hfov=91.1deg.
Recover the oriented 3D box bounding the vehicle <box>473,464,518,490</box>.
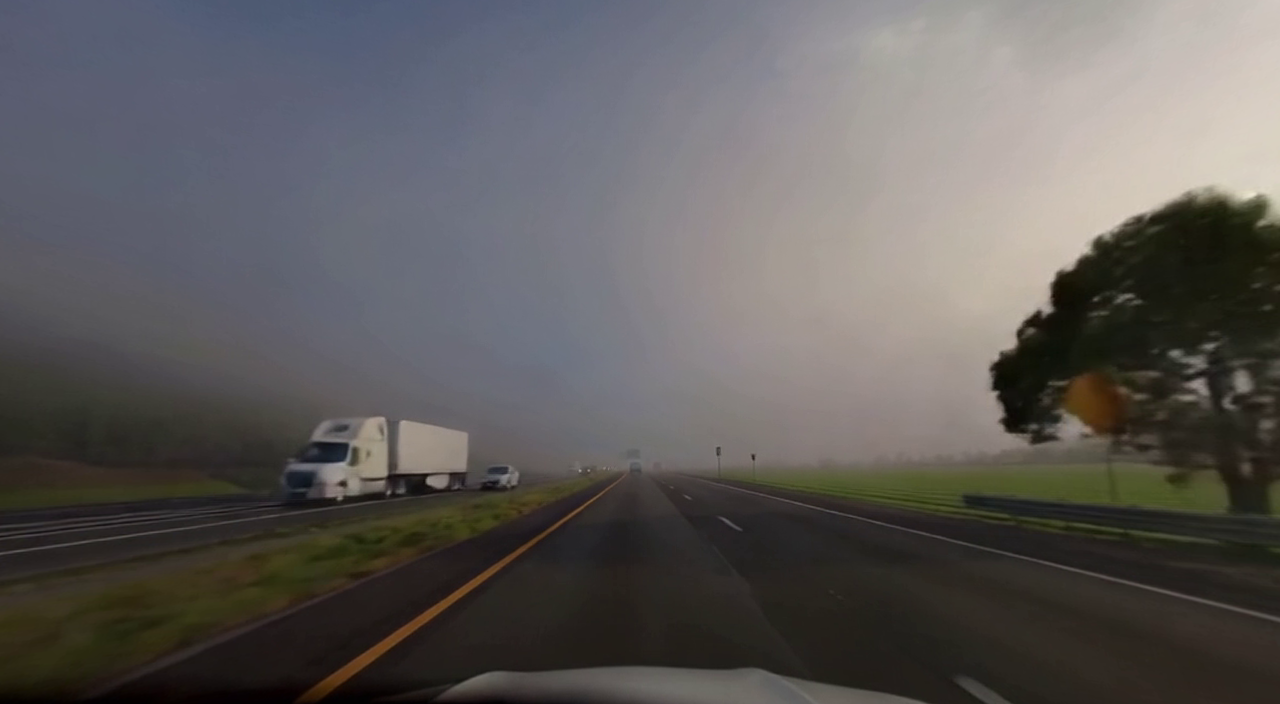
[{"bbox_3d":[-9.327,8.101,40.922,1.903,1.543,4.233,1,-10,0],"label":"vehicle"}]

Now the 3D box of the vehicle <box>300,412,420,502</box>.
[{"bbox_3d":[-13.633,5.243,31.260,3.010,3.997,5.844,1,-10,0],"label":"vehicle"}]
